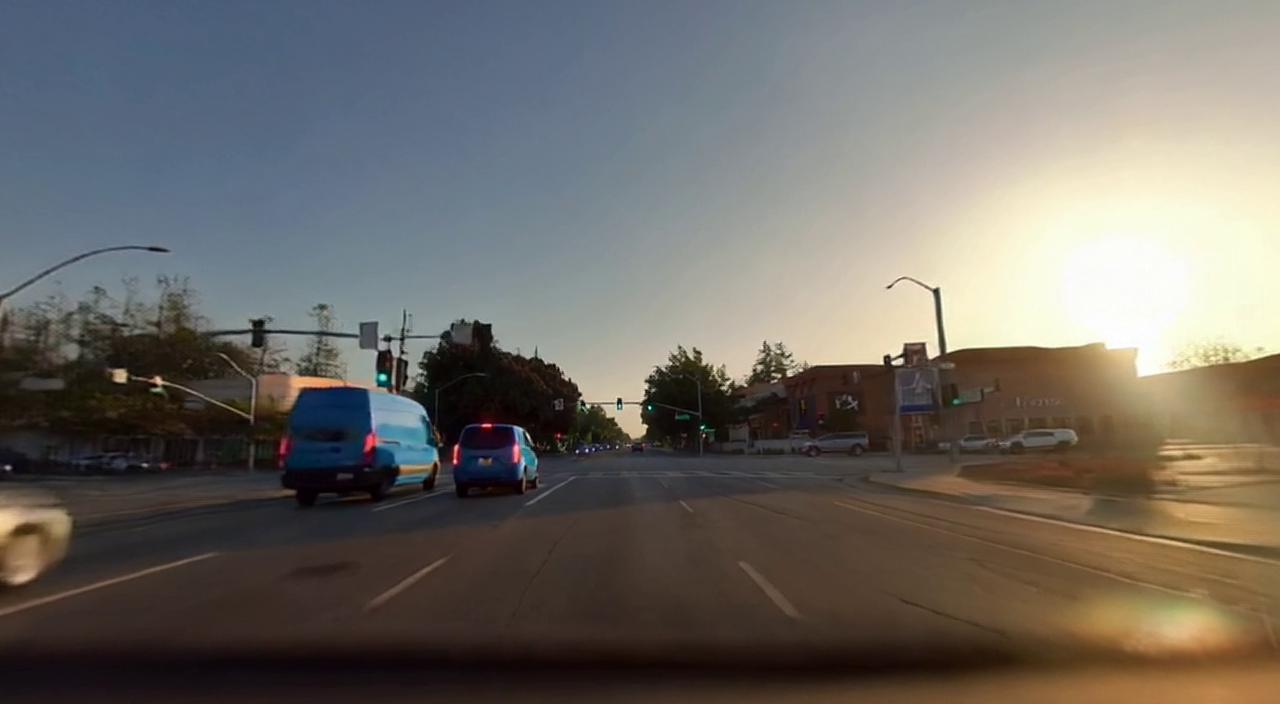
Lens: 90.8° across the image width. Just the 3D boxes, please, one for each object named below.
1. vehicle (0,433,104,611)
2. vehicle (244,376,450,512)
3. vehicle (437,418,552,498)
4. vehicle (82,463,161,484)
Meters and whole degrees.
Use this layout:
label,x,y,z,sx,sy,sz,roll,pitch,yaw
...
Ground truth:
label,x,y,z,sx,sy,sz,roll,pitch,yaw
vehicle,-6.399,1.227,3.908,1.993,1.490,4.768,0,-8,0
vehicle,-6.691,2.228,15.453,2.405,2.696,5.561,0,-8,-1
vehicle,-4.037,3.060,18.609,2.206,2.007,5.190,0,-8,-1
vehicle,-39.081,9.129,47.694,4.378,1.467,1.812,0,-8,2
